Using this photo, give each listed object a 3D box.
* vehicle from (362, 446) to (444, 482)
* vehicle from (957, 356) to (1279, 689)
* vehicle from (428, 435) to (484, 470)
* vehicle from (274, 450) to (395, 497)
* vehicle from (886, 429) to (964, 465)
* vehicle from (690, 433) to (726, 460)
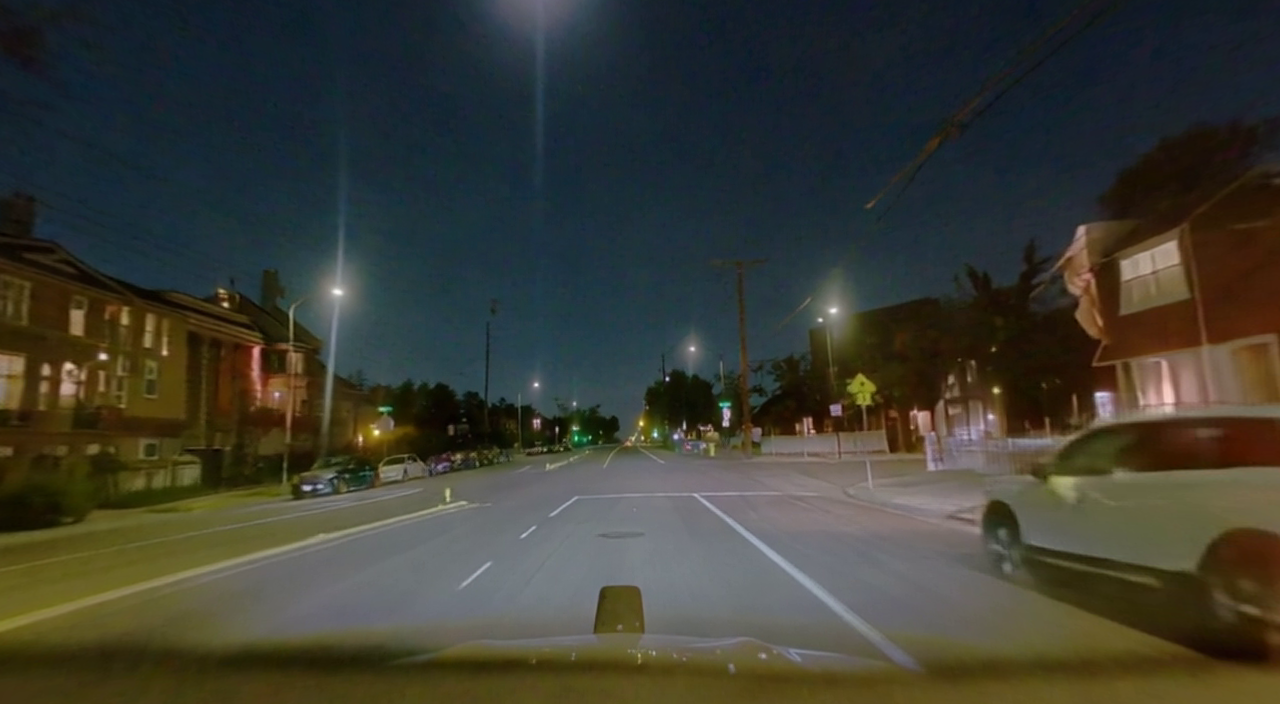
[{"bbox_3d":[-11.114,5.258,29.987,2.082,1.540,4.654,0,-8,0],"label":"vehicle"},{"bbox_3d":[4.525,1.092,4.579,2.126,1.802,4.259,0,-8,-1],"label":"vehicle"},{"bbox_3d":[-11.184,6.126,38.730,2.056,1.980,4.763,0,-8,-1],"label":"vehicle"},{"bbox_3d":[-11.130,4.429,23.485,1.970,1.523,4.702,-1,-8,2],"label":"vehicle"},{"bbox_3d":[13.830,4.551,30.523,2.122,1.474,4.313,-9,-10,41],"label":"vehicle"},{"bbox_3d":[4.324,6.081,40.725,1.867,1.680,4.176,0,-8,0],"label":"vehicle"}]
